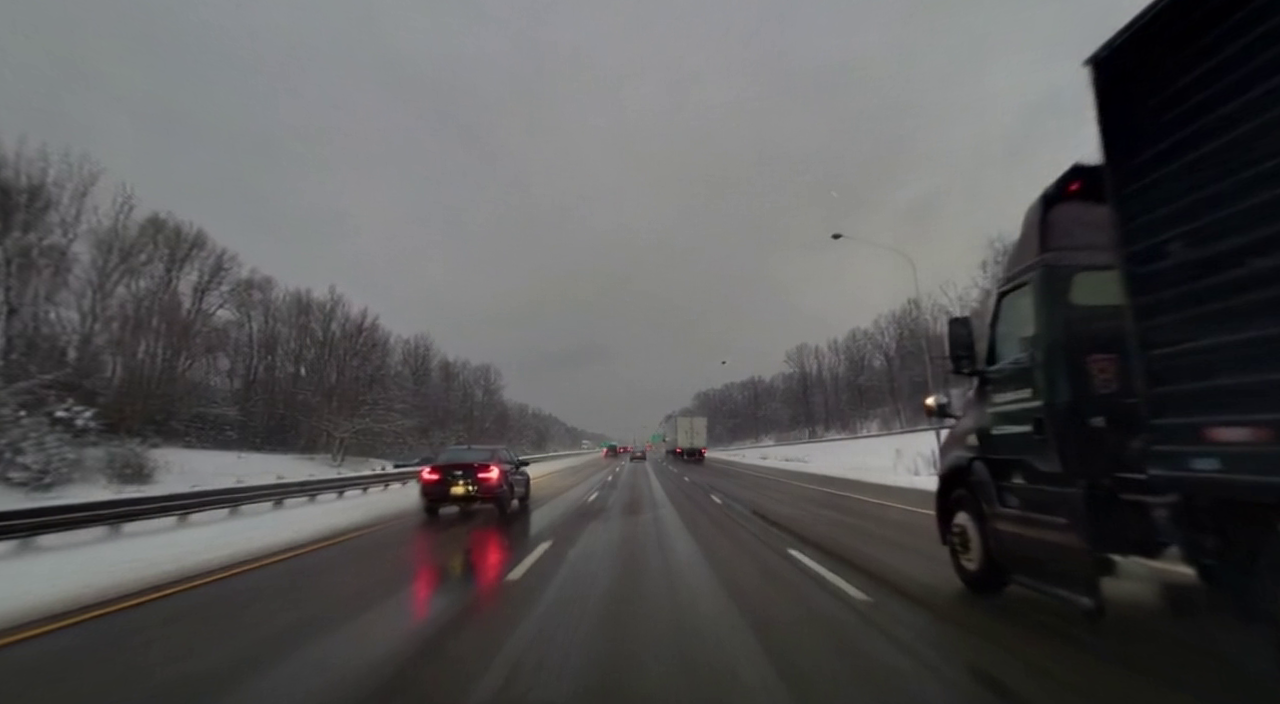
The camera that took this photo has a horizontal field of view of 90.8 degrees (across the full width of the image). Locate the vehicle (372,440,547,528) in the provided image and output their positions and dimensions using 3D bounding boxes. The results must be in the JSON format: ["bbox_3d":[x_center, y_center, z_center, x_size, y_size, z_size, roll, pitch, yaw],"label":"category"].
[{"bbox_3d":[-3.353,2.570,12.868,2.121,1.445,4.651,0,-9,1],"label":"vehicle"}]

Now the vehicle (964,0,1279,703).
[{"bbox_3d":[4.398,-0.223,2.492,2.947,3.957,5.916,0,-9,0],"label":"vehicle"}]
